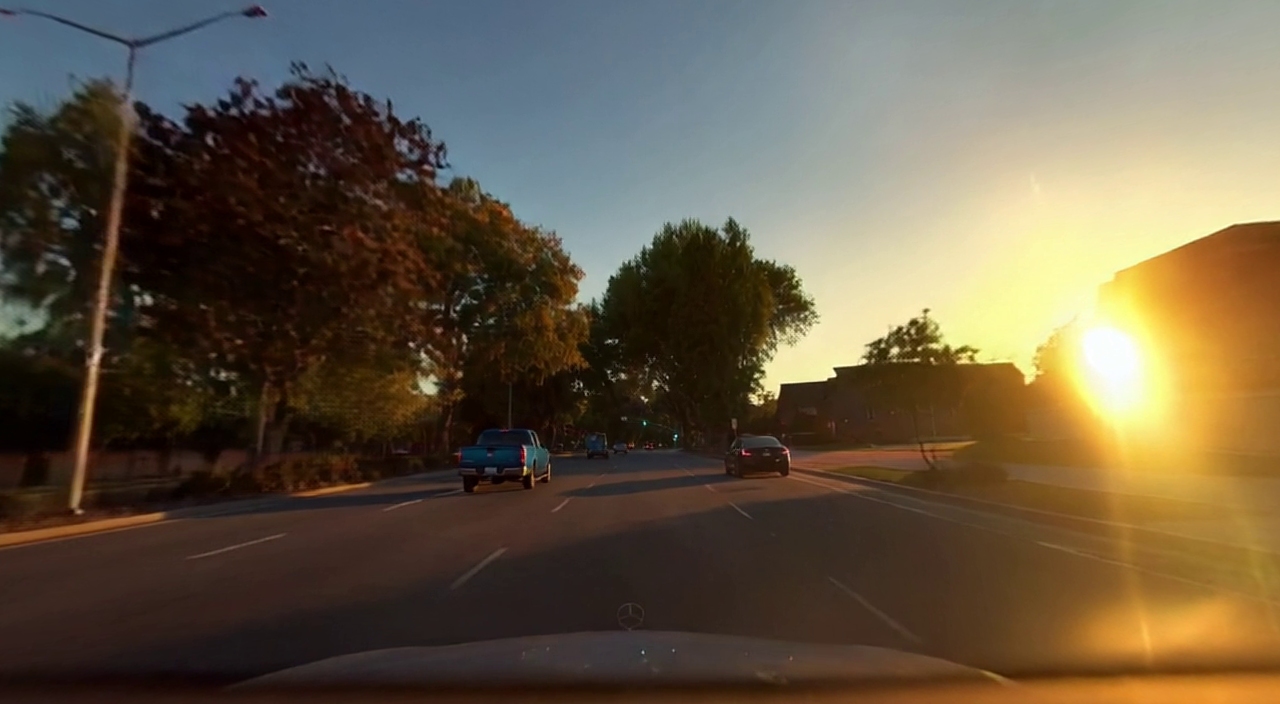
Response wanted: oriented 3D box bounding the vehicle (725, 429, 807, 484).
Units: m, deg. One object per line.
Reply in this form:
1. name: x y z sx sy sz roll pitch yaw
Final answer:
1. vehicle: 4.343 3.695 22.488 2.016 1.736 4.356 0 -8 0

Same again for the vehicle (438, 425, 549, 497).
1. vehicle: -3.942 3.029 17.904 2.002 1.747 4.728 0 -8 0
